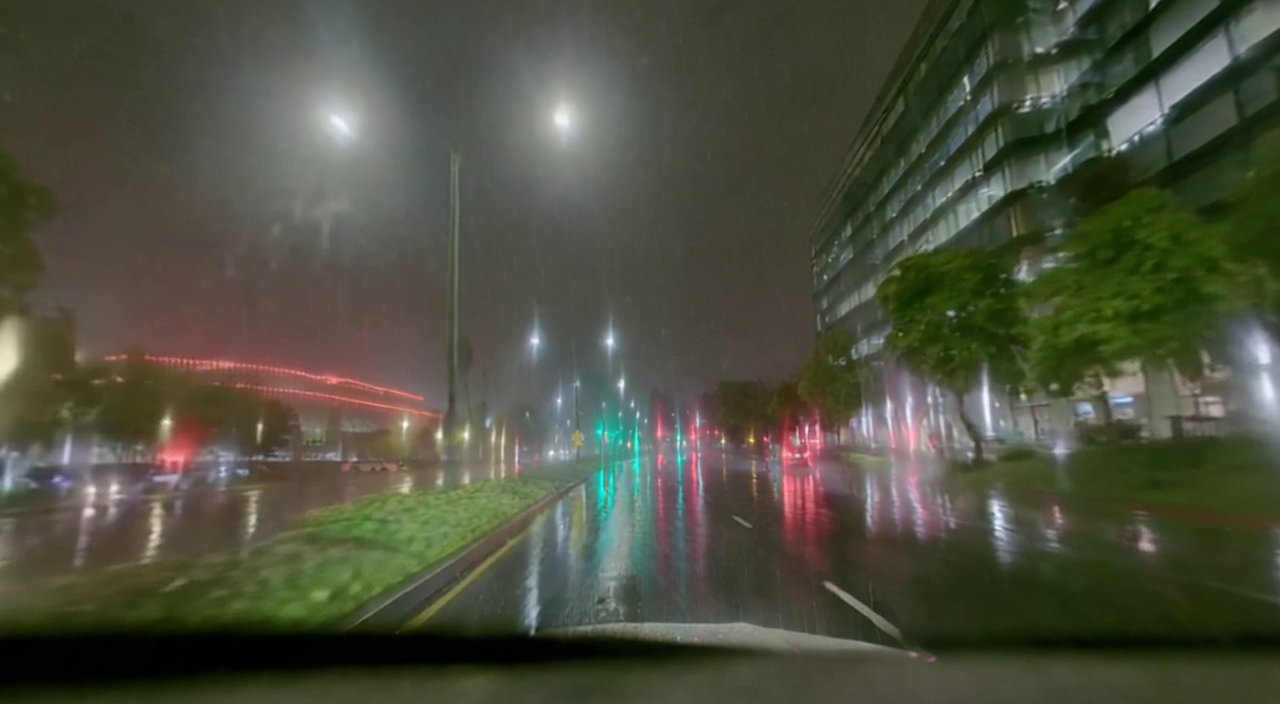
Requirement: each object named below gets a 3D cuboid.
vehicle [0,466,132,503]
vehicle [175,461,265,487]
[{"bbox_3d":[-26.174,5.947,28.538,4.617,1.434,1.972,4,-10,-29],"label":"vehicle"},{"bbox_3d":[-26.510,7.702,40.064,4.405,1.469,2.047,4,-10,-25],"label":"vehicle"}]
